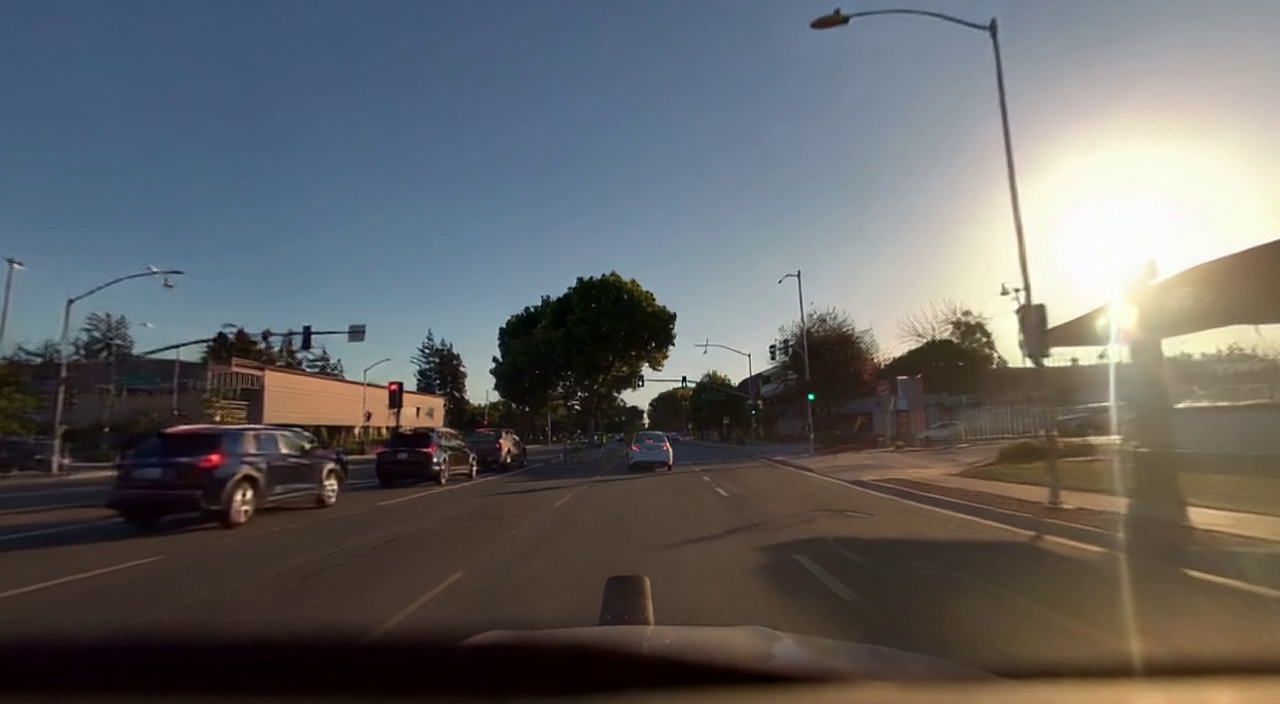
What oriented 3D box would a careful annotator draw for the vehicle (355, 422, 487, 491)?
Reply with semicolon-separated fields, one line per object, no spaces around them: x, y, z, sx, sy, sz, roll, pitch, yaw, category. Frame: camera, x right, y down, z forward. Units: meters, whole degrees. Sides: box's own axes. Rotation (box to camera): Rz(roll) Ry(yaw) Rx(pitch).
-6.595;3.219;19.718;2.111;1.864;4.932;0;-9;3;vehicle

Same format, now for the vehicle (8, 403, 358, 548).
-6.892;1.920;10.464;1.951;1.809;4.917;0;-9;2;vehicle

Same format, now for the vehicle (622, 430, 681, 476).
0.478;4.055;25.418;2.197;1.682;3.642;0;-9;2;vehicle

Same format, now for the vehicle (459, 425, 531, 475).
-6.386;4.411;28.425;2.316;2.014;5.215;0;-9;-3;vehicle
